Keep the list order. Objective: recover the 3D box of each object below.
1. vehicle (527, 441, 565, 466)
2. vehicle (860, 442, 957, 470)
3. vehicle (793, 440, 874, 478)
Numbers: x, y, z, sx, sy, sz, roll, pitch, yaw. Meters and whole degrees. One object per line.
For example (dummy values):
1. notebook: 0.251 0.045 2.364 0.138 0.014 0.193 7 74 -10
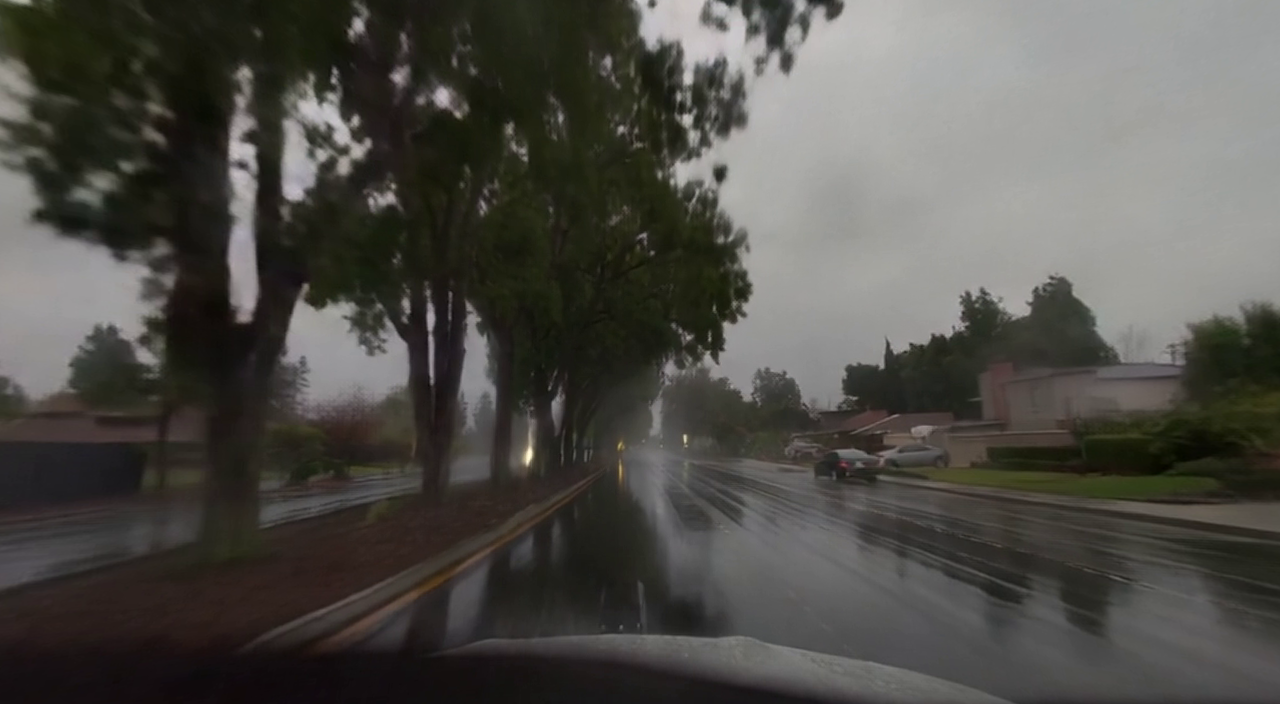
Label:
1. vehicle: -7.228 7.805 48.715 2.019 1.819 4.897 0 -8 2
2. vehicle: 15.334 5.935 36.139 4.644 1.542 2.095 0 -8 1
3. vehicle: 8.332 4.647 27.549 1.940 1.516 4.319 0 -8 -3
